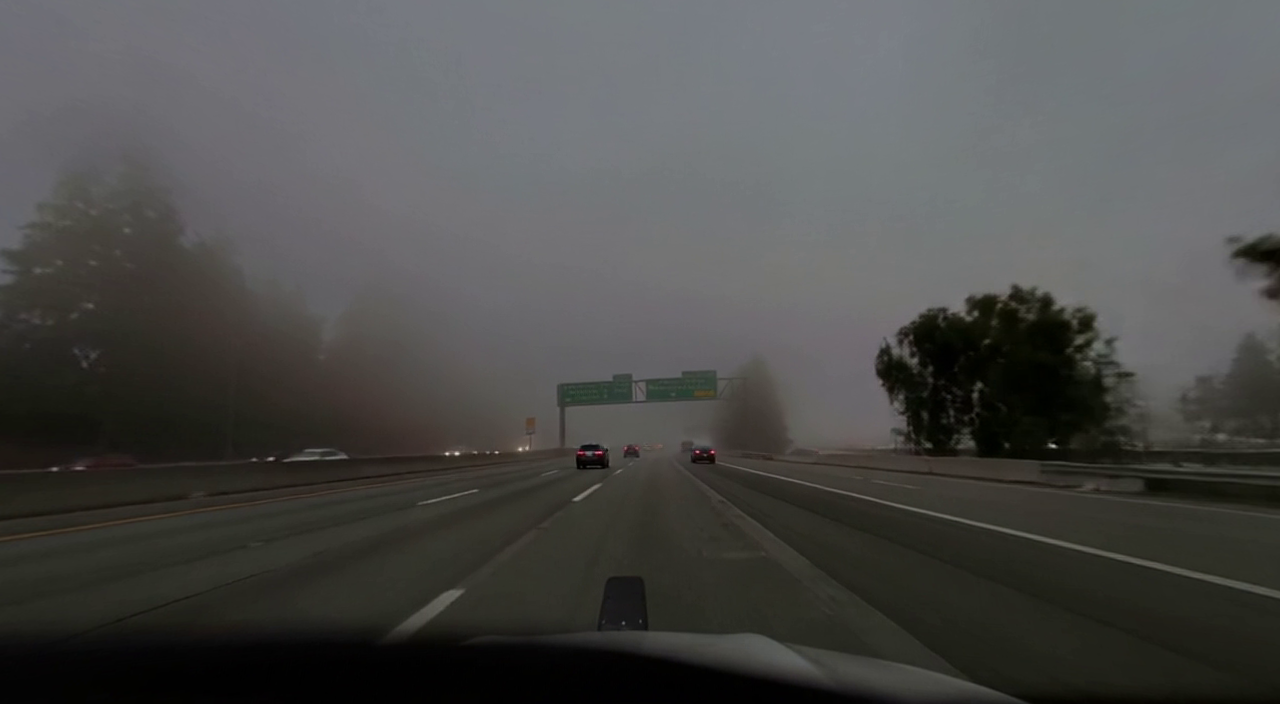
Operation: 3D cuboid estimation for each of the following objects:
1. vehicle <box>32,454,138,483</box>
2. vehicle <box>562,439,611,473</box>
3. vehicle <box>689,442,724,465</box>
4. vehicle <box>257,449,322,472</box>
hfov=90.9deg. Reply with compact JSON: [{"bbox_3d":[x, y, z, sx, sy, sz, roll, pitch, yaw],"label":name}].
[{"bbox_3d":[-31.751,6.662,36.284,1.809,1.444,4.631,0,-8,1],"label":"vehicle"},{"bbox_3d":[-2.923,5.808,35.488,2.196,1.733,4.355,0,-8,2],"label":"vehicle"},{"bbox_3d":[5.118,7.860,49.172,2.229,1.704,4.392,0,-8,0],"label":"vehicle"},{"bbox_3d":[-23.709,7.308,42.772,1.916,1.452,4.068,-1,-8,3],"label":"vehicle"}]
